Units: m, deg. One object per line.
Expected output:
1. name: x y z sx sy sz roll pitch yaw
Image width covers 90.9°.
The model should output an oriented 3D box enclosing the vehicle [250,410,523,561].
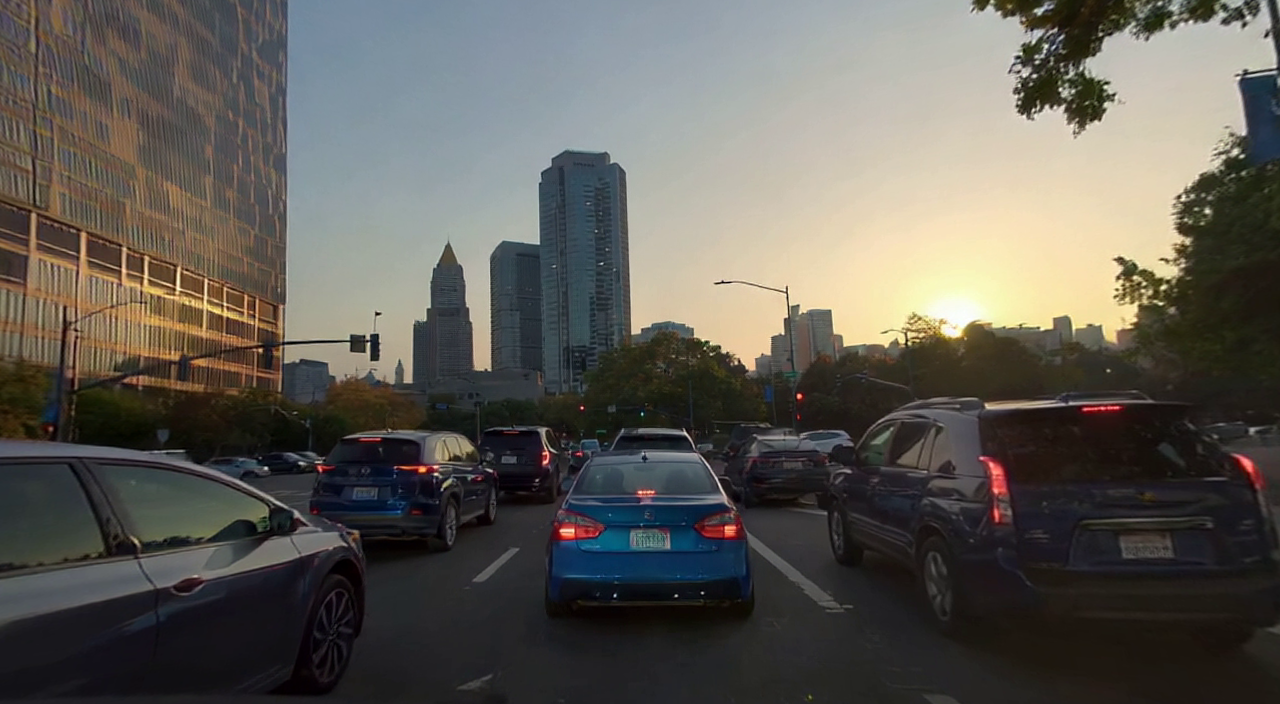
1. vehicle: -3.362 1.889 9.617 2.168 1.719 4.561 -1 -9 1

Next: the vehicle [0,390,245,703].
1. vehicle: -3.402 0.750 1.245 2.144 1.505 4.635 -1 -9 2

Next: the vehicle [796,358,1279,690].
1. vehicle: 3.046 1.239 5.649 2.108 1.785 4.334 0 -9 -1

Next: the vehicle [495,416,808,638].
1. vehicle: 0.080 1.502 6.383 2.147 1.507 3.953 0 -8 0
